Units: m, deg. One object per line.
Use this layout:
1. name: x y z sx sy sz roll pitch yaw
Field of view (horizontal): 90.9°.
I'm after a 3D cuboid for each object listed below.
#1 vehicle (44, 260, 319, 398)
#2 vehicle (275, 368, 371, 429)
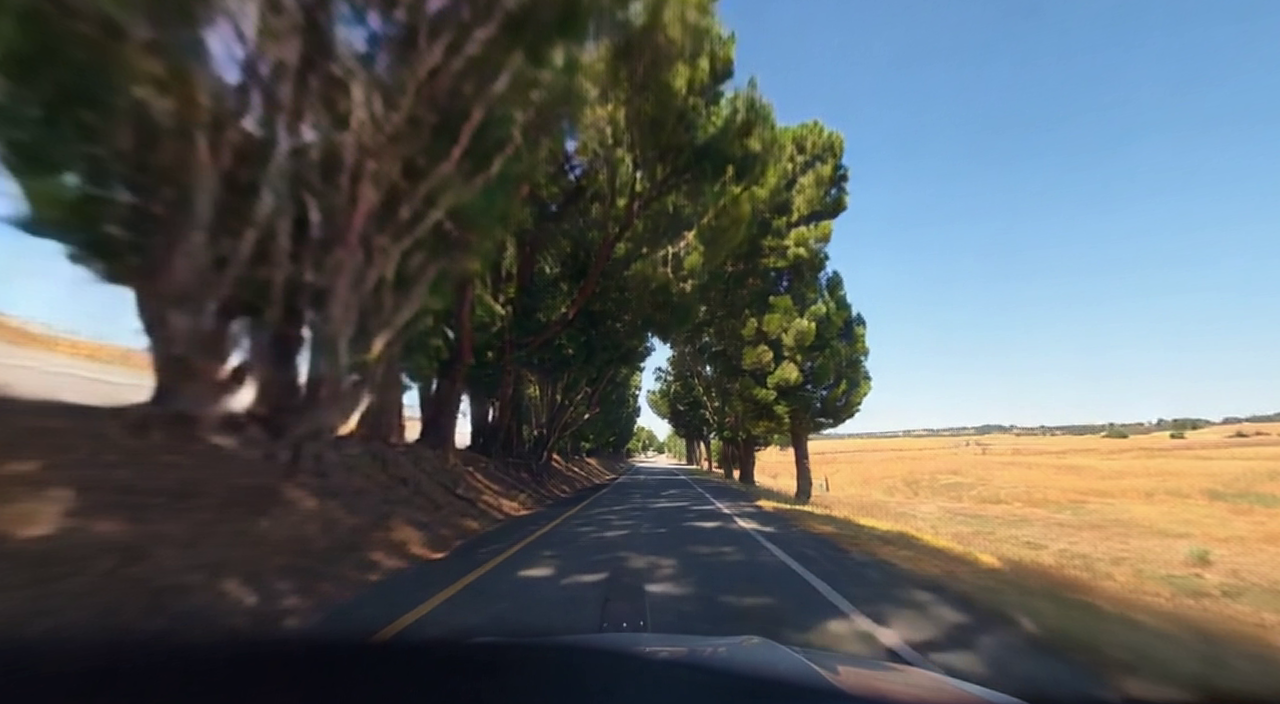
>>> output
1. vehicle: -25.687 -0.564 37.838 3.314 4.163 16.558 0 -13 3
2. vehicle: -24.311 3.532 49.059 3.022 4.324 8.607 0 -3 0
